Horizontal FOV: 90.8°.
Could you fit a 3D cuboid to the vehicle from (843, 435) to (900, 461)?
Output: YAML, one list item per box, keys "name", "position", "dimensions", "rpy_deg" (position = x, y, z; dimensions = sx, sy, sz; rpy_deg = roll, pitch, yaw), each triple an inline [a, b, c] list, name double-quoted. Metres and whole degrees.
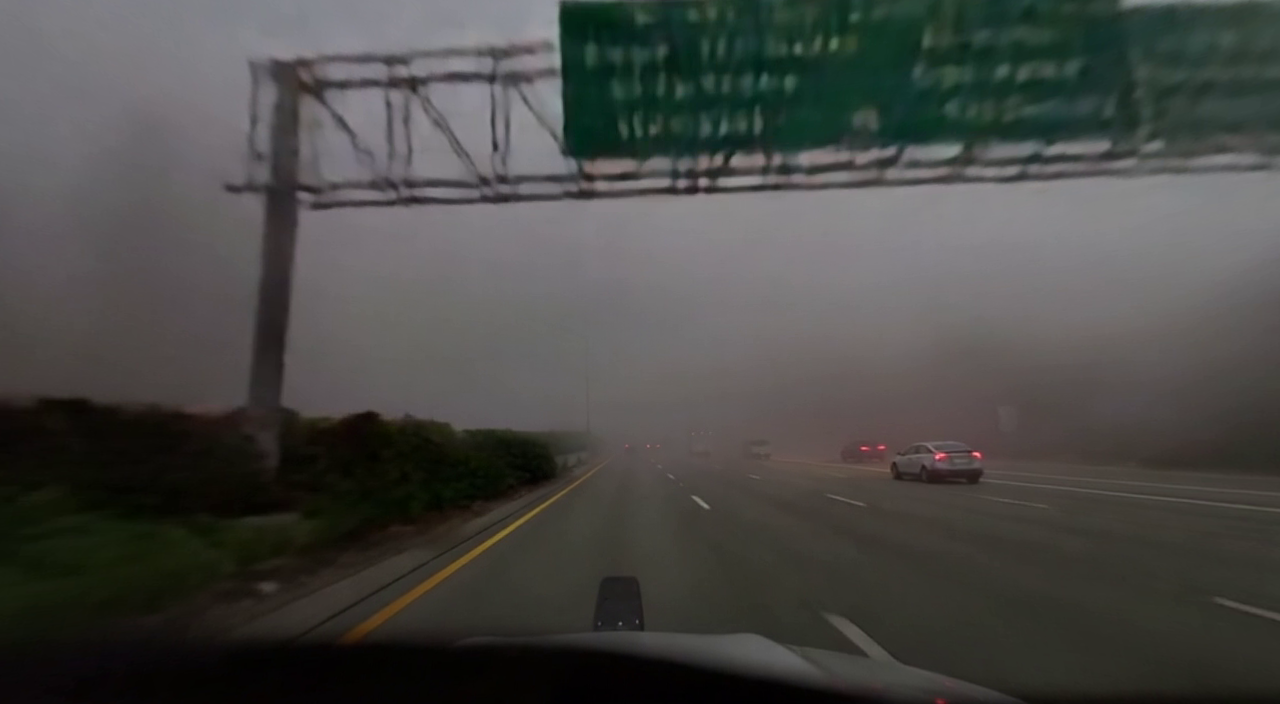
- name: "vehicle"
  position: [16.441, 6.880, 45.218]
  dimensions: [2.034, 1.698, 5.065]
  rpy_deg: [0, -9, -2]

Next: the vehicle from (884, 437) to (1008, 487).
- name: "vehicle"
  position: [9.527, 3.451, 20.089]
  dimensions: [1.836, 1.418, 4.132]
  rpy_deg: [0, -9, -1]
